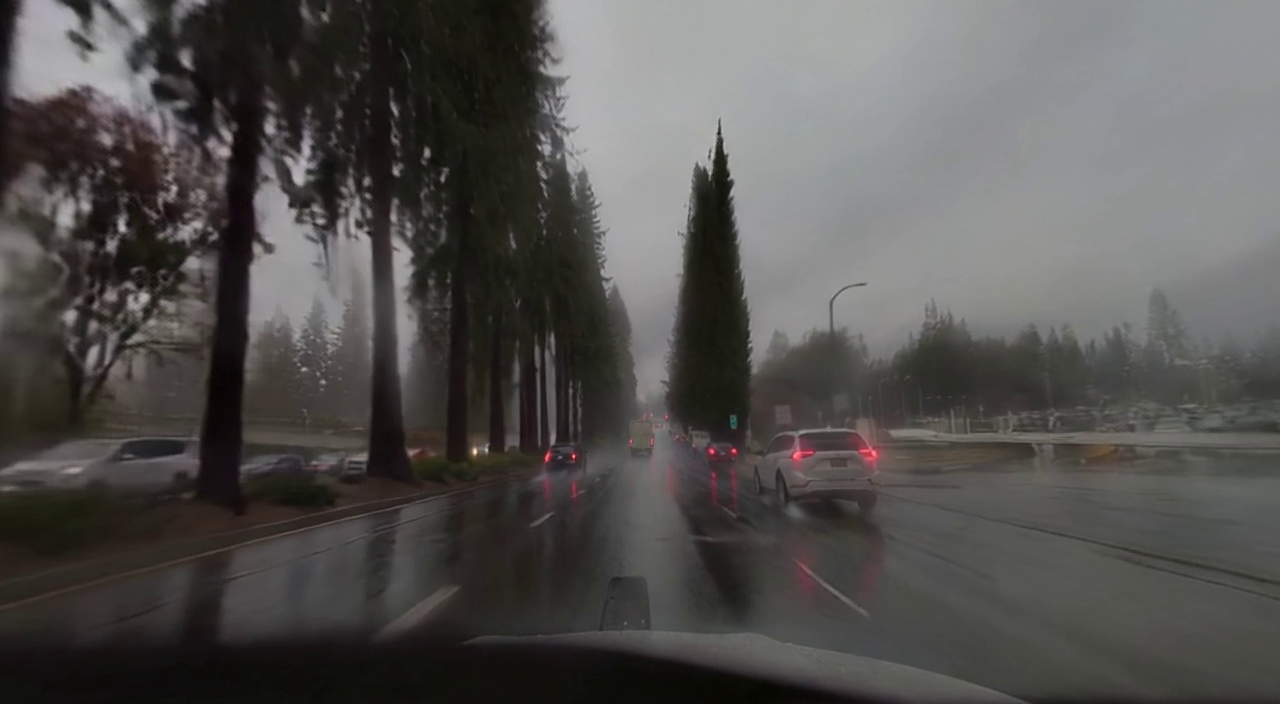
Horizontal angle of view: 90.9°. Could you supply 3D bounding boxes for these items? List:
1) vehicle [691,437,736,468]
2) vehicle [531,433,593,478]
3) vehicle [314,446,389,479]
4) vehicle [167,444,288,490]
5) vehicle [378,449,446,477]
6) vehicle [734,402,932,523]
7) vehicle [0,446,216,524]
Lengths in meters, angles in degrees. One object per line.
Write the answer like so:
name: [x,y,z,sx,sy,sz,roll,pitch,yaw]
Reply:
vehicle: [4.435,6.150,38.563,2.280,1.757,4.572,0,-8,1]
vehicle: [-3.589,4.901,30.099,2.255,1.940,4.822,0,-8,1]
vehicle: [-17.034,6.539,37.551,1.965,1.780,5.122,0,-8,2]
vehicle: [-20.909,5.815,32.358,2.353,2.119,5.625,0,-8,0]
vehicle: [-13.683,6.652,38.196,2.142,1.528,4.804,-1,-8,2]
vehicle: [3.689,2.292,13.628,2.381,2.008,5.971,0,-8,0]
vehicle: [-13.154,3.141,15.629,1.989,1.584,5.018,0,-8,-3]
